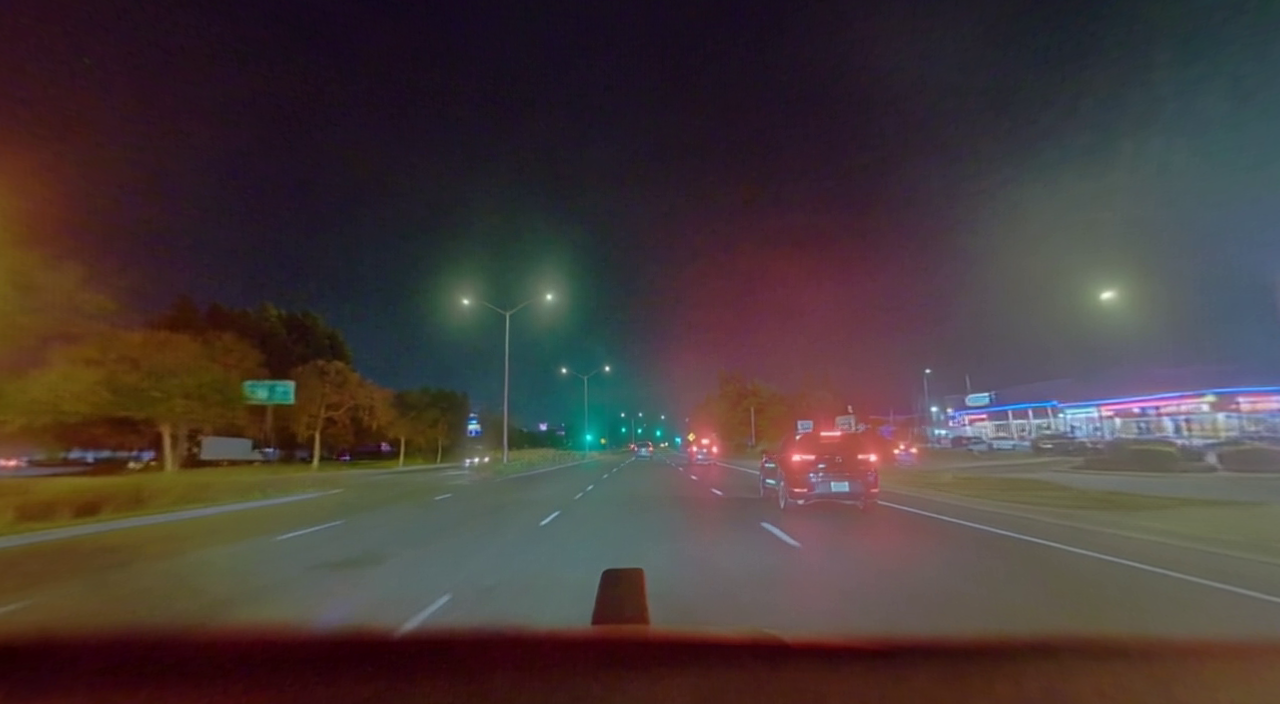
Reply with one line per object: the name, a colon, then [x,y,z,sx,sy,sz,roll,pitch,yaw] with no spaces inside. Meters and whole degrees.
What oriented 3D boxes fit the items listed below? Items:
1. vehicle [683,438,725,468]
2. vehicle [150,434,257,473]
vehicle: [3.823,6.100,38.212,2.007,1.683,4.171,0,-8,-1]
vehicle: [-32.605,7.577,47.201,6.090,2.737,2.475,-1,-8,1]
